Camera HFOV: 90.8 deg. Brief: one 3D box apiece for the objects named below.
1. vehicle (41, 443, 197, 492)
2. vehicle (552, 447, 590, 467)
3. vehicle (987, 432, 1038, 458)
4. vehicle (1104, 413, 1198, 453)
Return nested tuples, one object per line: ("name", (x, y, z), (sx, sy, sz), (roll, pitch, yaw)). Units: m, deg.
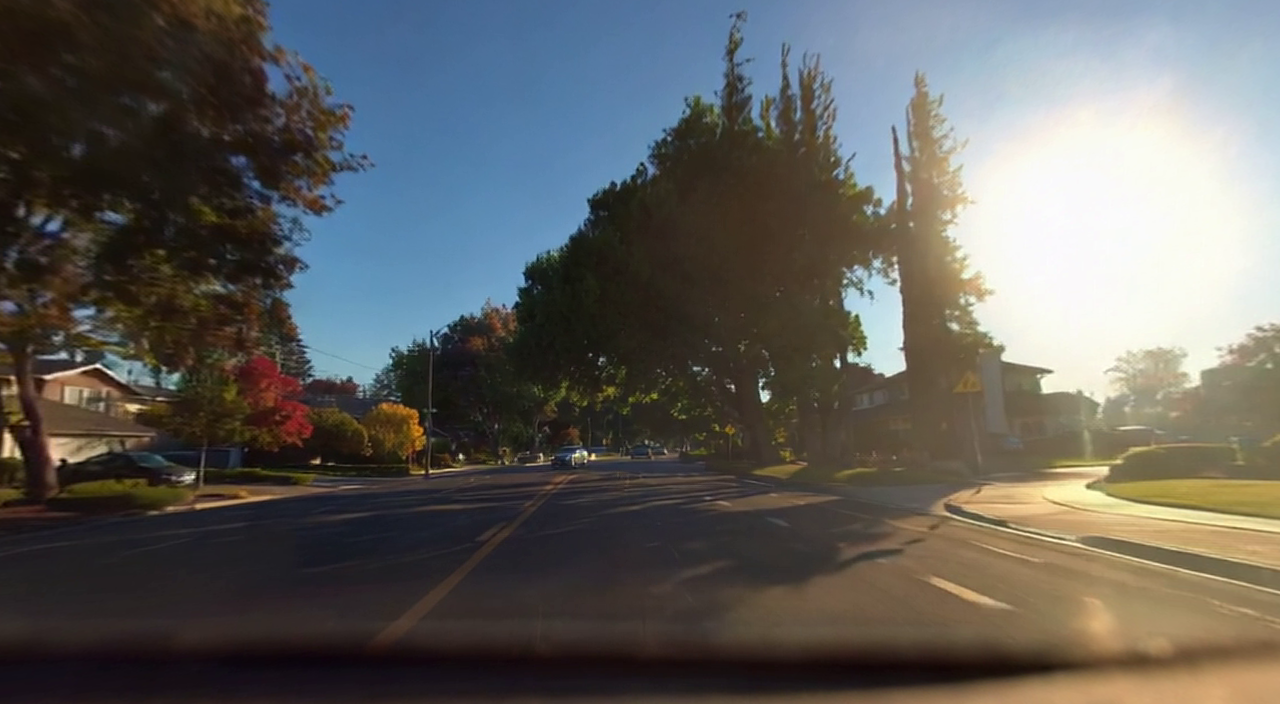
("vehicle", (-20.150, 4.457, 24.612), (4.050, 1.755, 2.243), (0, -8, 0))
("vehicle", (-5.219, 8.013, 48.405), (2.088, 1.490, 4.524), (-1, -9, 5))
("vehicle", (24.774, 6.219, 42.166), (2.000, 1.594, 4.976), (-4, -9, 20))
("vehicle", (33.310, 5.404, 41.484), (2.411, 2.381, 6.645), (-3, -9, 18))
